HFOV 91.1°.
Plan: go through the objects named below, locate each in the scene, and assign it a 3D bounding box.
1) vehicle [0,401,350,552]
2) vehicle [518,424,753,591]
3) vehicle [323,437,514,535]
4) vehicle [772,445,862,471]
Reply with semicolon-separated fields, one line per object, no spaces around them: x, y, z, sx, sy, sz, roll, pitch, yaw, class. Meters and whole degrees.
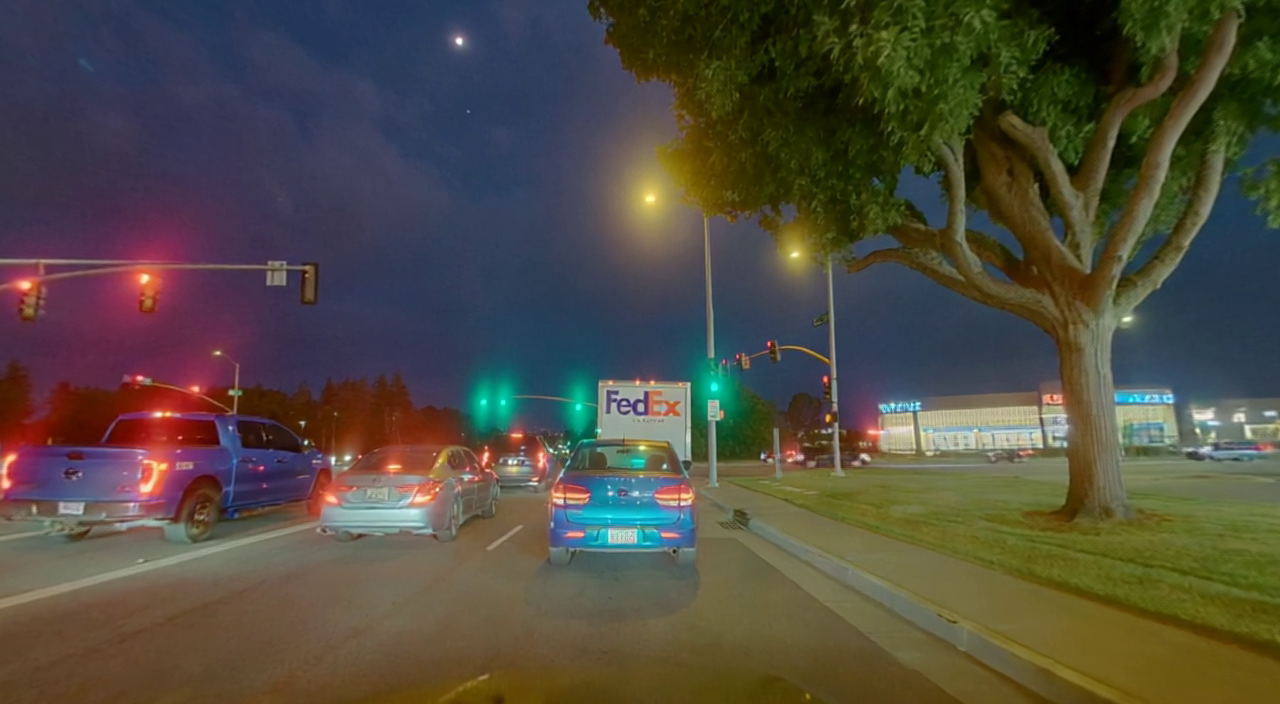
-7.274;1.985;10.731;2.125;1.893;5.498;0;-9;-2;vehicle
-0.045;1.746;7.949;2.145;1.513;4.269;0;-9;0;vehicle
-3.865;2.398;11.942;1.949;1.487;4.390;0;-9;1;vehicle
10.351;6.222;37.068;4.794;1.481;1.968;-1;-9;7;vehicle
